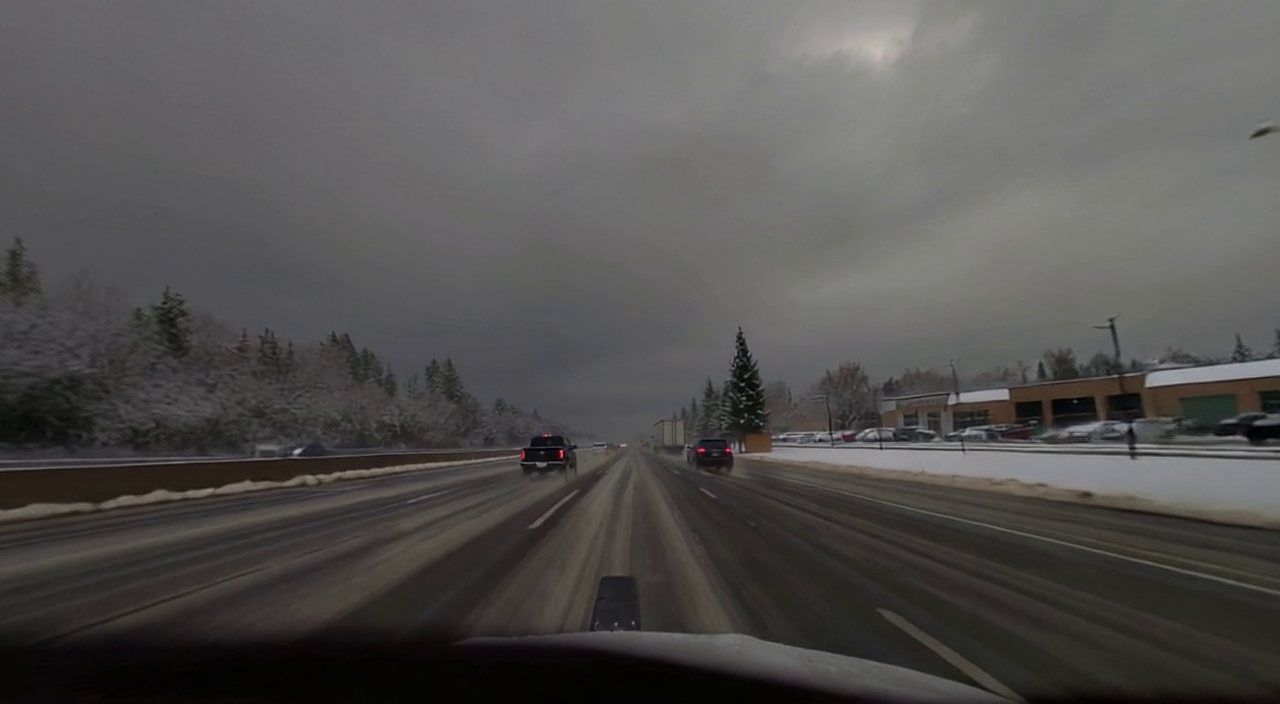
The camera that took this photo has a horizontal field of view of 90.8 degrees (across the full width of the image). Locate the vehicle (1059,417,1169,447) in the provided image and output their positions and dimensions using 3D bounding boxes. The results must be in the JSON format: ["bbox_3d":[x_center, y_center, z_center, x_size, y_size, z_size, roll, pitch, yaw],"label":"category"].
[{"bbox_3d":[29.533,5.006,39.508,5.019,1.764,2.183,-1,-8,1],"label":"vehicle"}]

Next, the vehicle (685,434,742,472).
[{"bbox_3d":[3.654,5.113,32.190,2.198,1.807,4.530,0,-8,-2],"label":"vehicle"}]

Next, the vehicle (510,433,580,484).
[{"bbox_3d":[-3.529,4.047,24.355,1.987,1.765,4.508,0,-8,0],"label":"vehicle"}]

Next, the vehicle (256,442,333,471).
[{"bbox_3d":[-18.382,5.571,33.863,1.883,1.467,3.937,0,-8,0],"label":"vehicle"}]
